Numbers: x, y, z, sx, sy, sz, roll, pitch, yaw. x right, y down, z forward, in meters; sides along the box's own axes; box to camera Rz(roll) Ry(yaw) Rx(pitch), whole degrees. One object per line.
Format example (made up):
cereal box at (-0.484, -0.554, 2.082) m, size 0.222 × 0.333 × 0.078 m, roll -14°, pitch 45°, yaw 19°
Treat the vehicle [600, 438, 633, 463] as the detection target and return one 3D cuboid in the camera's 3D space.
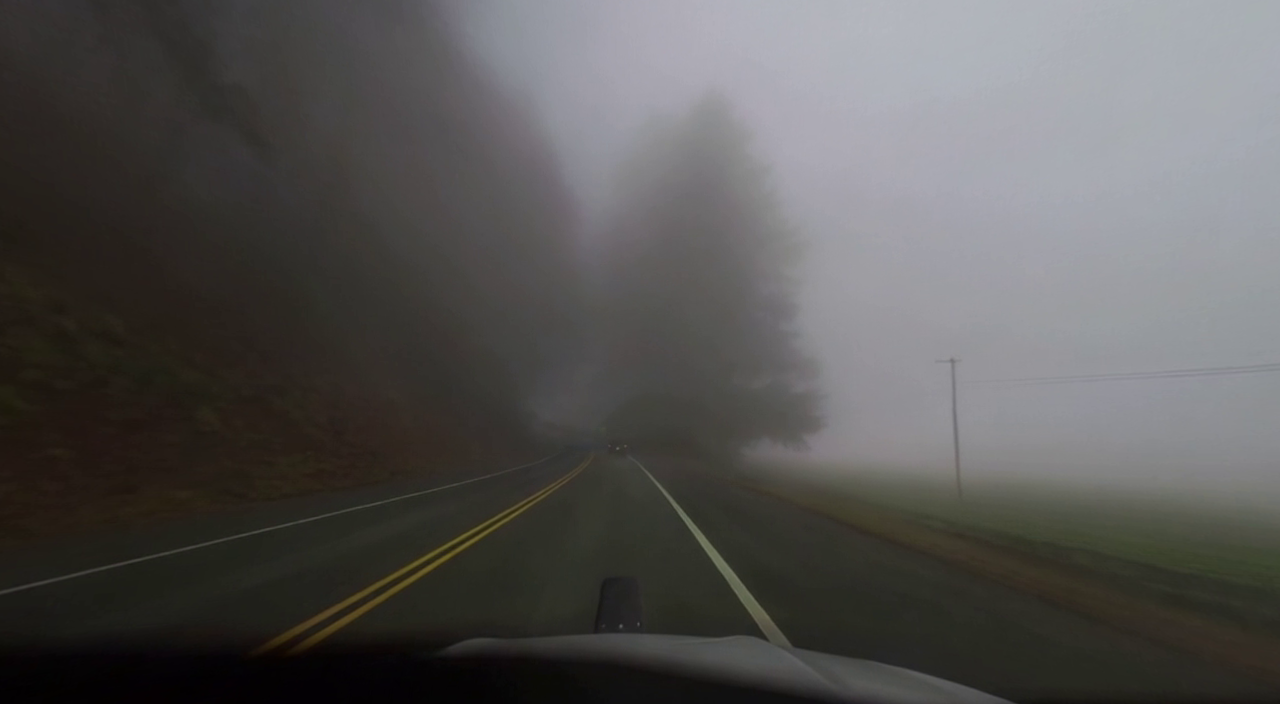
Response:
vehicle at (-1.498, 6.340, 40.785) m, size 2.042 × 1.489 × 3.963 m, roll 0°, pitch -8°, yaw -1°
